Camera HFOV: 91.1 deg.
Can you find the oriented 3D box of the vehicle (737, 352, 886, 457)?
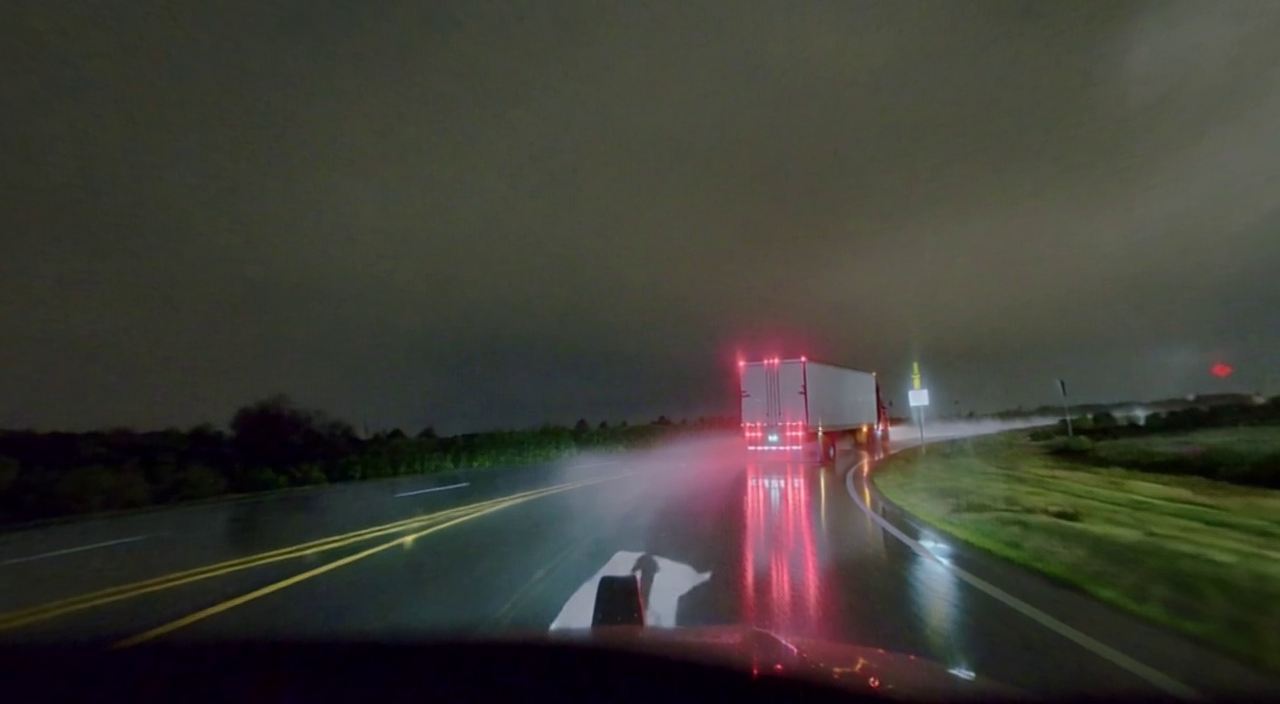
[{"bbox_3d":[7.864,2.506,27.336,2.837,3.712,10.484,-5,-9,34],"label":"vehicle"}]
